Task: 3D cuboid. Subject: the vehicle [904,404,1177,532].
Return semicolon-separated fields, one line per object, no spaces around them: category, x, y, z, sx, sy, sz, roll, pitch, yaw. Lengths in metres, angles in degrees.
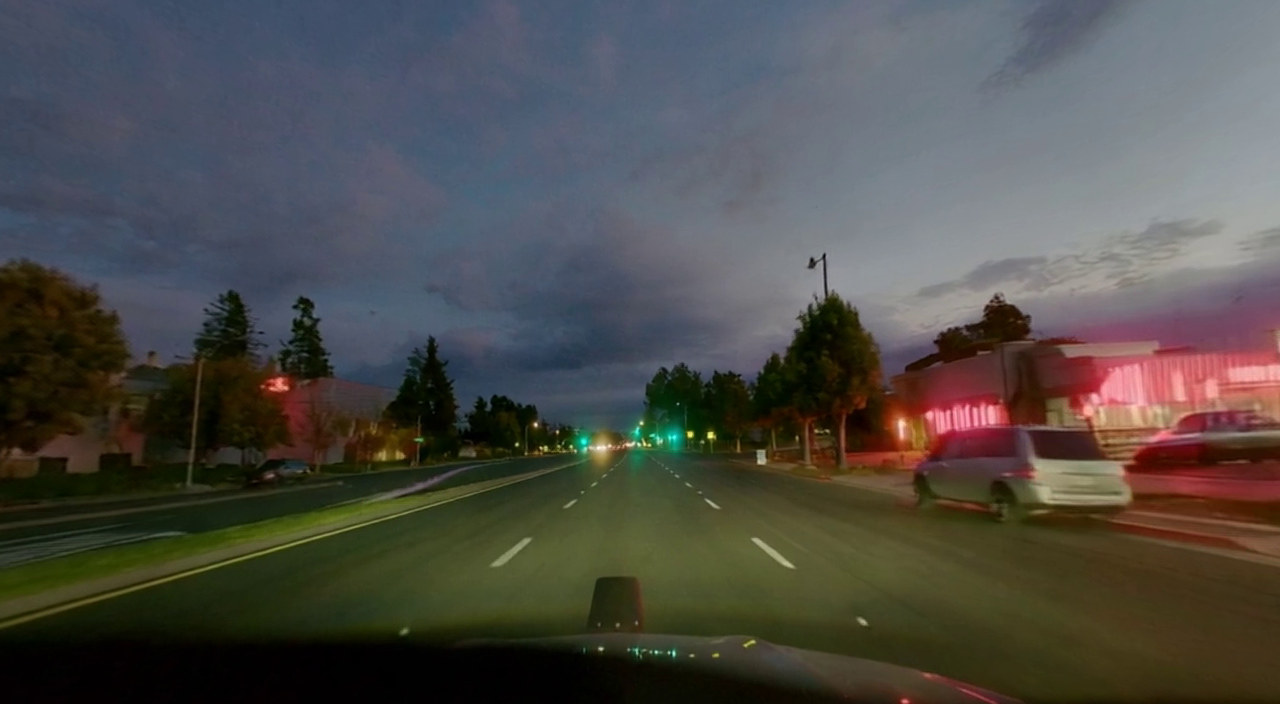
vehicle;7.041;2.097;11.935;1.954;1.907;4.736;0;-9;-1

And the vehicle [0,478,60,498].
vehicle;-31.006;6.847;31.899;0.407;0.823;3.474;1;-9;-5

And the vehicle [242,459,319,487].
vehicle;-22.208;7.441;39.308;1.164;1.469;6.173;0;-9;0
